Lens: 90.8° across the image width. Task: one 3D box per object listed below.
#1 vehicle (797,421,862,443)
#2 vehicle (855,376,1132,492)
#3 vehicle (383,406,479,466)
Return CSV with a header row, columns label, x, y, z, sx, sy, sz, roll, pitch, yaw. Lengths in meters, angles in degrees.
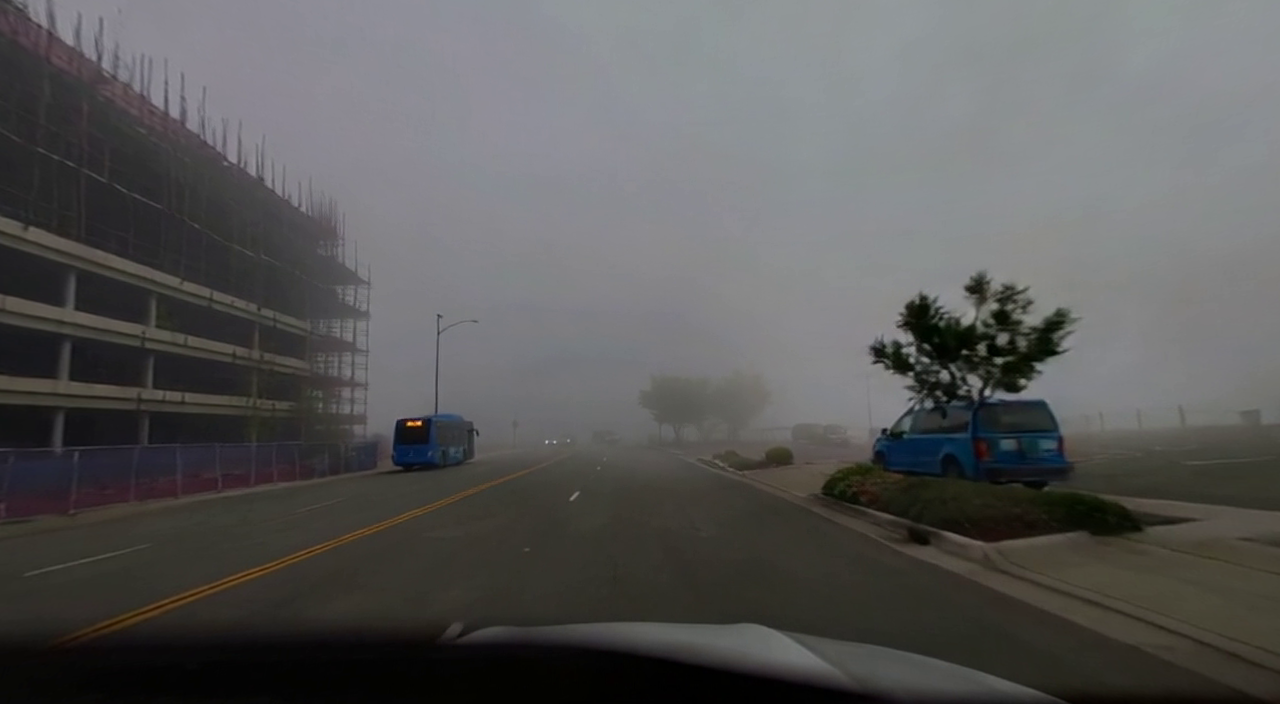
label,x,y,z,sx,sy,sz,roll,pitch,yaw
vehicle,13.070,5.563,43.698,3.897,1.470,1.829,0,-8,-2
vehicle,6.870,1.775,13.418,2.267,1.911,5.816,0,-8,-3
vehicle,-10.810,4.411,33.366,2.979,2.803,5.962,-1,-7,0
